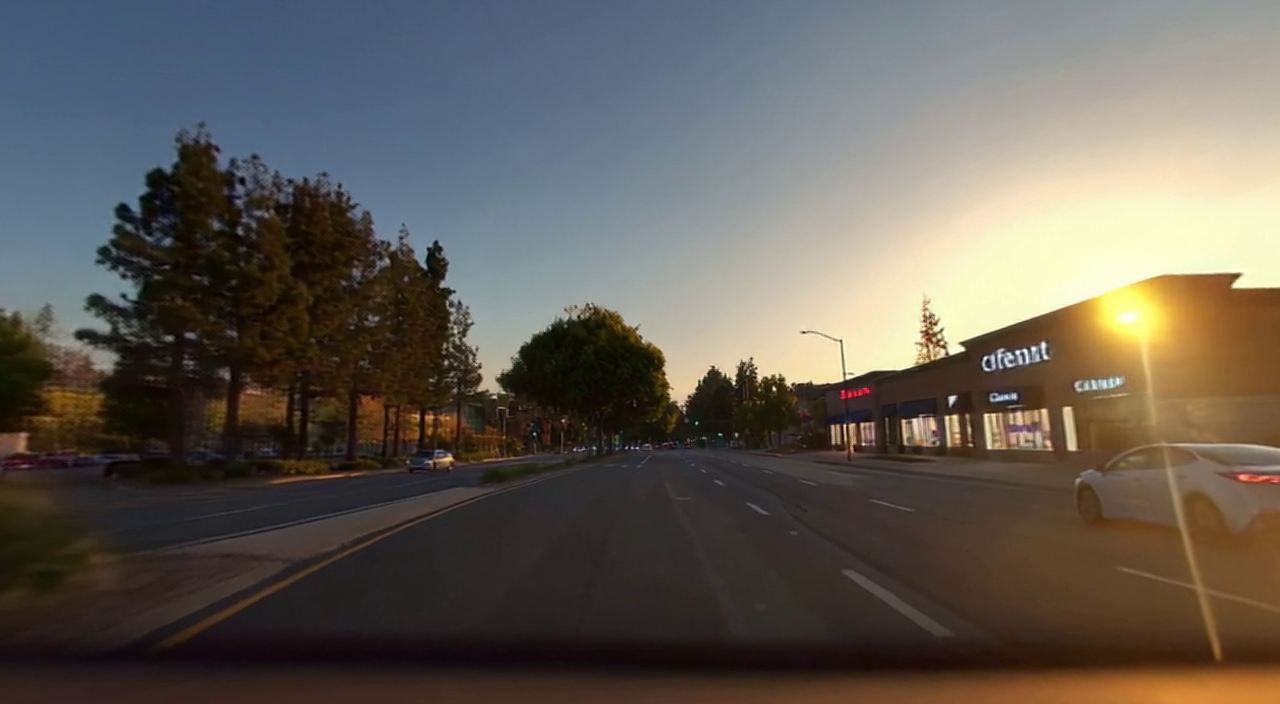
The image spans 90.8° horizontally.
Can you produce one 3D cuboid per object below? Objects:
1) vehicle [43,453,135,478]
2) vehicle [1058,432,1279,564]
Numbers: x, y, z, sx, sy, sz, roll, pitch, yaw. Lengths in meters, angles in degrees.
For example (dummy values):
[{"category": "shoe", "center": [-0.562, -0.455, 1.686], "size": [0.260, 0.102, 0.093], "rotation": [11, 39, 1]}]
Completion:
[{"category": "vehicle", "center": [-38.694, 7.962, 44.439], "size": [4.594, 1.564, 1.900], "rotation": [-1, -8, -2]}, {"category": "vehicle", "center": [8.135, 1.867, 8.695], "size": [1.936, 1.460, 4.258], "rotation": [0, -8, 2]}]
